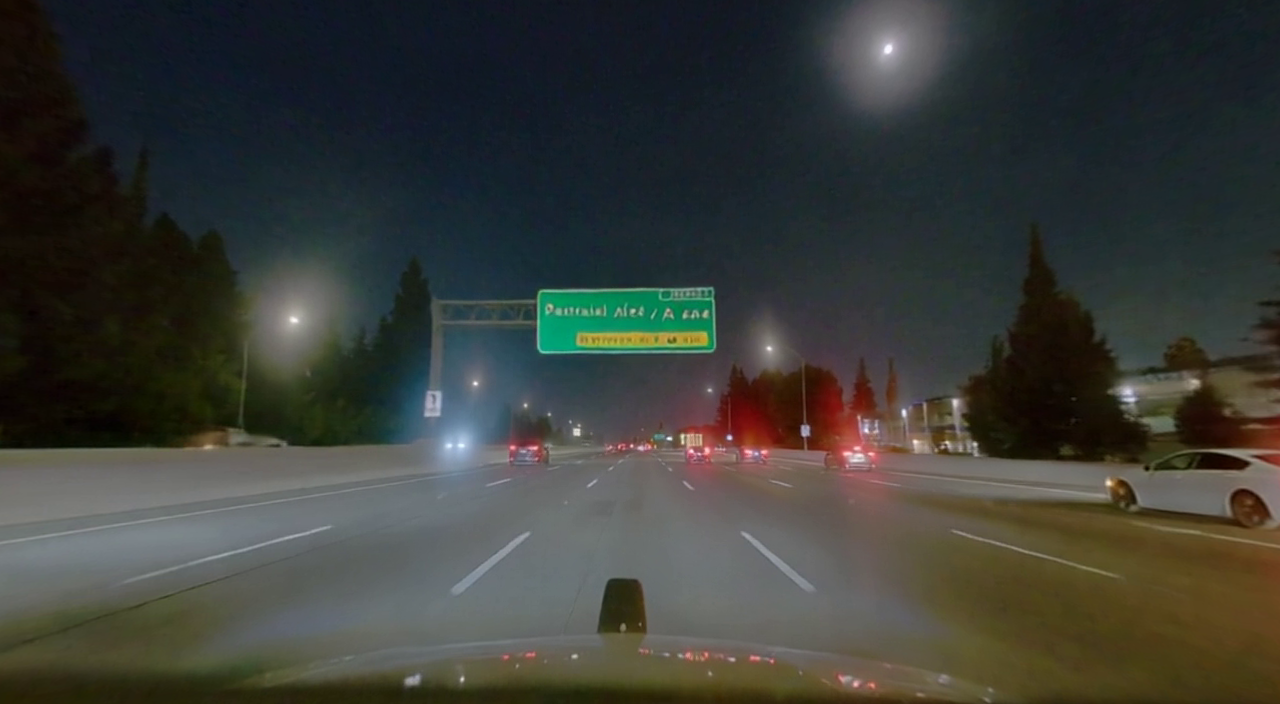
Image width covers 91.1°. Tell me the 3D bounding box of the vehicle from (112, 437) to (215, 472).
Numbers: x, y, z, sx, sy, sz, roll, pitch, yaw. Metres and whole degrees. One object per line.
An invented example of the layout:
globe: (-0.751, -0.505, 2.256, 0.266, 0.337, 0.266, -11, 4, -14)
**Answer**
vehicle: (-21.346, 4.597, 28.292, 1.715, 1.425, 3.674, 0, -8, 0)

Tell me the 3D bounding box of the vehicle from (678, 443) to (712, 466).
vehicle: (3.728, 6.988, 42.983, 1.950, 1.453, 3.378, 0, -8, -1)

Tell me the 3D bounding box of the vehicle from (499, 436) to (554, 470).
vehicle: (-6.262, 5.595, 35.087, 2.091, 1.746, 4.437, 0, -8, 2)

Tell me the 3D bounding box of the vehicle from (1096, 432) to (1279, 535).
vehicle: (10.196, 2.069, 10.175, 1.979, 1.467, 4.839, 0, -8, 0)

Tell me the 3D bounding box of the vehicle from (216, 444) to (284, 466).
vehicle: (-28.867, 7.599, 46.697, 1.900, 1.530, 4.914, 0, -8, 0)
